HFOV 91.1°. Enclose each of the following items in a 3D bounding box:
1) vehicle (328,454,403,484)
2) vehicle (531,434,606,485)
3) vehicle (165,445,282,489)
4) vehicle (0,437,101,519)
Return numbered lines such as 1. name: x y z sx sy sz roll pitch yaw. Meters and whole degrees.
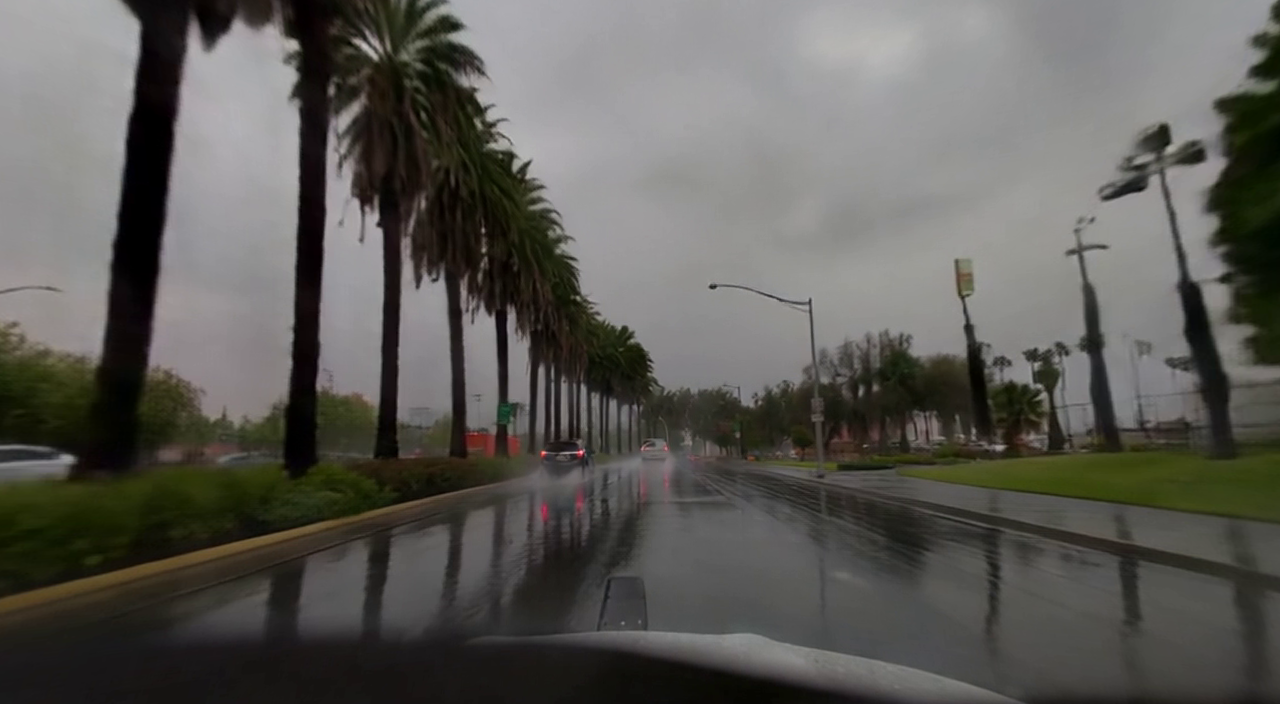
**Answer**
1. vehicle: -15.678 6.702 36.185 2.195 1.559 4.362 0 -8 3
2. vehicle: -2.732 4.273 25.305 2.188 1.819 4.667 -1 -8 4
3. vehicle: -20.212 5.564 30.792 2.146 1.913 4.993 0 -8 2
4. vehicle: -16.281 3.034 15.188 2.142 1.913 4.745 0 -8 2
